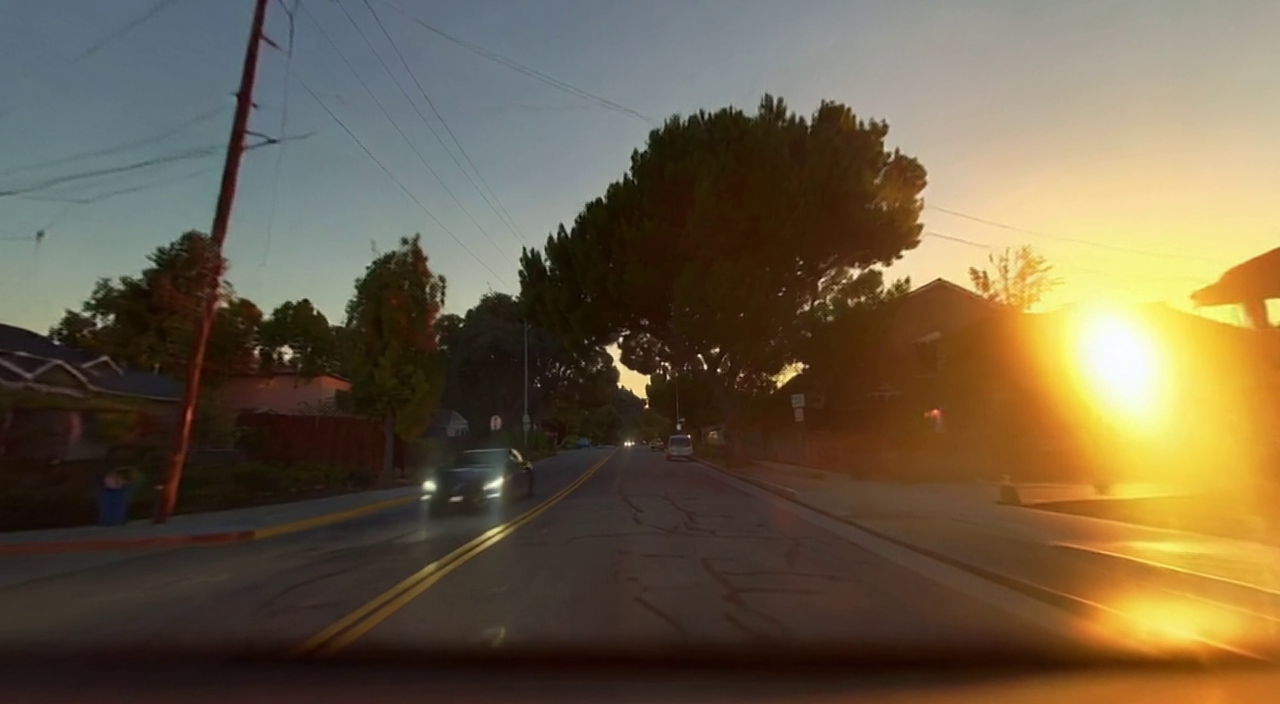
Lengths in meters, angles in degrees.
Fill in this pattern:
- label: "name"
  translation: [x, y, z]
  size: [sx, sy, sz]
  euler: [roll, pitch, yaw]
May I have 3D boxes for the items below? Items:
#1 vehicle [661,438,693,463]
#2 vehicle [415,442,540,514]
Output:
- label: "vehicle"
  translation: [2.750, 7.412, 47.584]
  size: [2.086, 1.726, 4.384]
  euler: [0, -9, -1]
- label: "vehicle"
  translation: [-3.737, 2.956, 15.351]
  size: [1.959, 1.473, 4.115]
  euler: [0, -9, 0]
